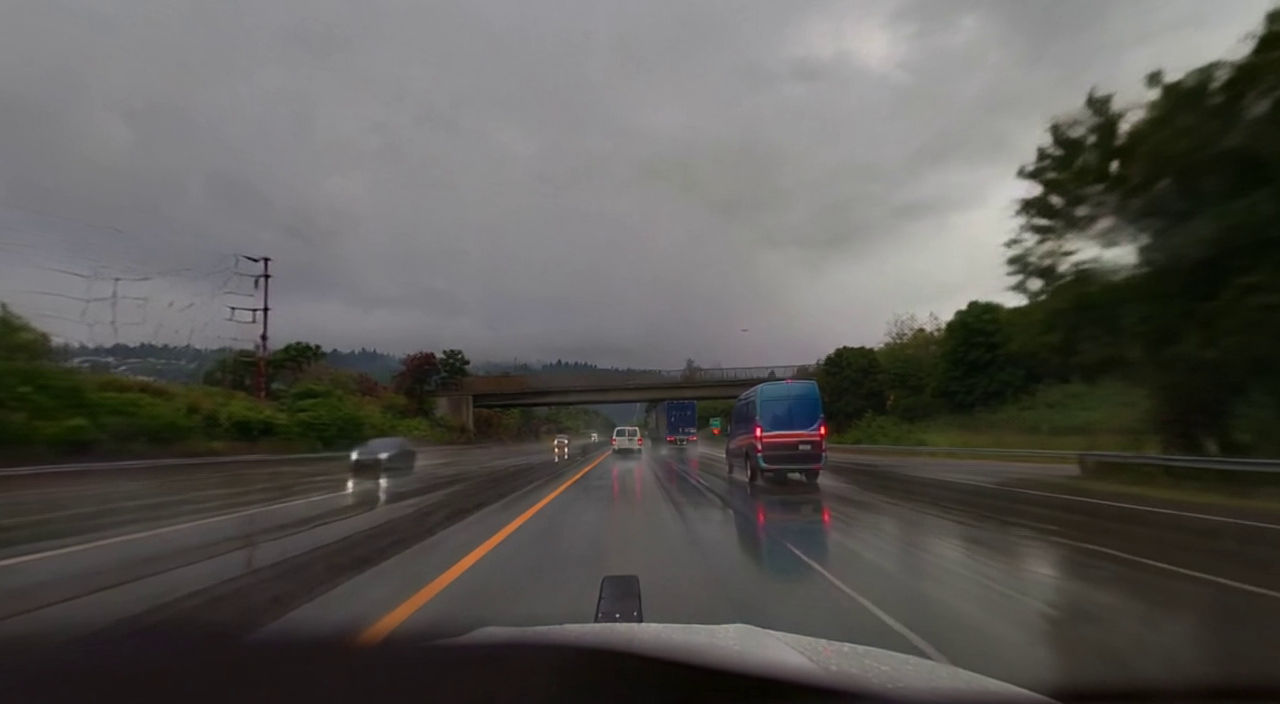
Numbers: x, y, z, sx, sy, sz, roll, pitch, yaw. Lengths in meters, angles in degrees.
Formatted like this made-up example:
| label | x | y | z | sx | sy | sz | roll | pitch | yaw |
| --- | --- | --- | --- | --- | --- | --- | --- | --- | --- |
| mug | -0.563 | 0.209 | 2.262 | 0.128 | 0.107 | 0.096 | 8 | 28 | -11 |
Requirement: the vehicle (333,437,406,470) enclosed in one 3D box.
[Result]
| label | x | y | z | sx | sy | sz | roll | pitch | yaw |
| --- | --- | --- | --- | --- | --- | --- | --- | --- | --- |
| vehicle | -13.186 | 4.934 | 30.958 | 1.842 | 1.486 | 3.971 | 0 | -8 | 0 |

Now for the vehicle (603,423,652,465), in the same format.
| label | x | y | z | sx | sy | sz | roll | pitch | yaw |
| --- | --- | --- | --- | --- | --- | --- | --- | --- | --- |
| vehicle | -0.569 | 4.185 | 28.747 | 2.073 | 1.750 | 4.116 | 0 | -8 | -1 |

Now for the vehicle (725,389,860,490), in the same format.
| label | x | y | z | sx | sy | sz | roll | pitch | yaw |
| --- | --- | --- | --- | --- | --- | --- | --- | --- | --- |
| vehicle | 4.163 | 2.550 | 18.453 | 2.387 | 2.506 | 5.374 | 0 | -8 | -2 |
